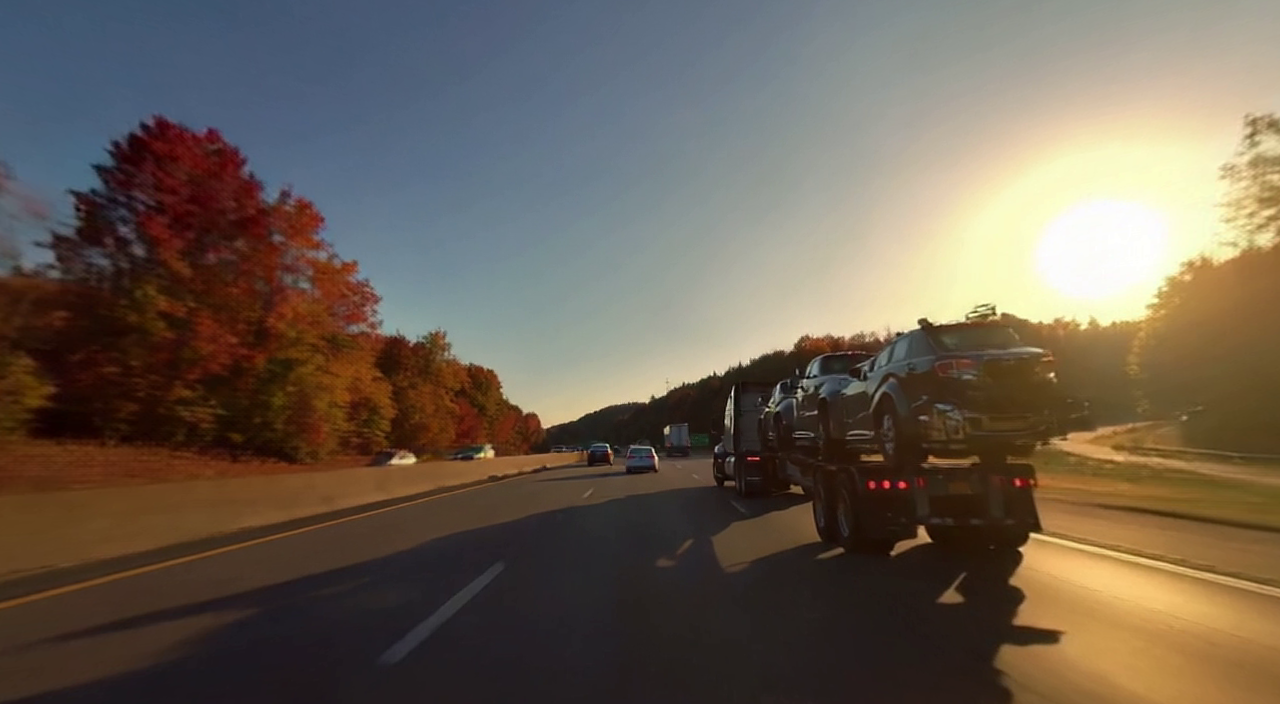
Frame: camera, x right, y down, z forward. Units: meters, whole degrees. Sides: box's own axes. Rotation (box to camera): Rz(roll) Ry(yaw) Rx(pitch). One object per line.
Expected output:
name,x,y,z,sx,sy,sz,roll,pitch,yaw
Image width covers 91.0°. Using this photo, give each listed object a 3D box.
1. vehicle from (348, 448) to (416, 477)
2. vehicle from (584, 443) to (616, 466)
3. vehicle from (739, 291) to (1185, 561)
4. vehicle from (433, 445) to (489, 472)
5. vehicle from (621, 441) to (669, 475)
vehicle,-14.317,6.129,35.146,1.844,1.493,4.292,0,-8,2
vehicle,-2.761,7.181,44.240,1.928,1.464,3.706,0,-8,1
vehicle,4.863,1.806,14.137,3.150,3.257,13.098,0,-8,0
vehicle,-10.364,6.183,36.736,1.955,1.488,4.226,0,-8,1
vehicle,0.268,5.074,30.320,2.152,1.484,4.211,0,-8,1
